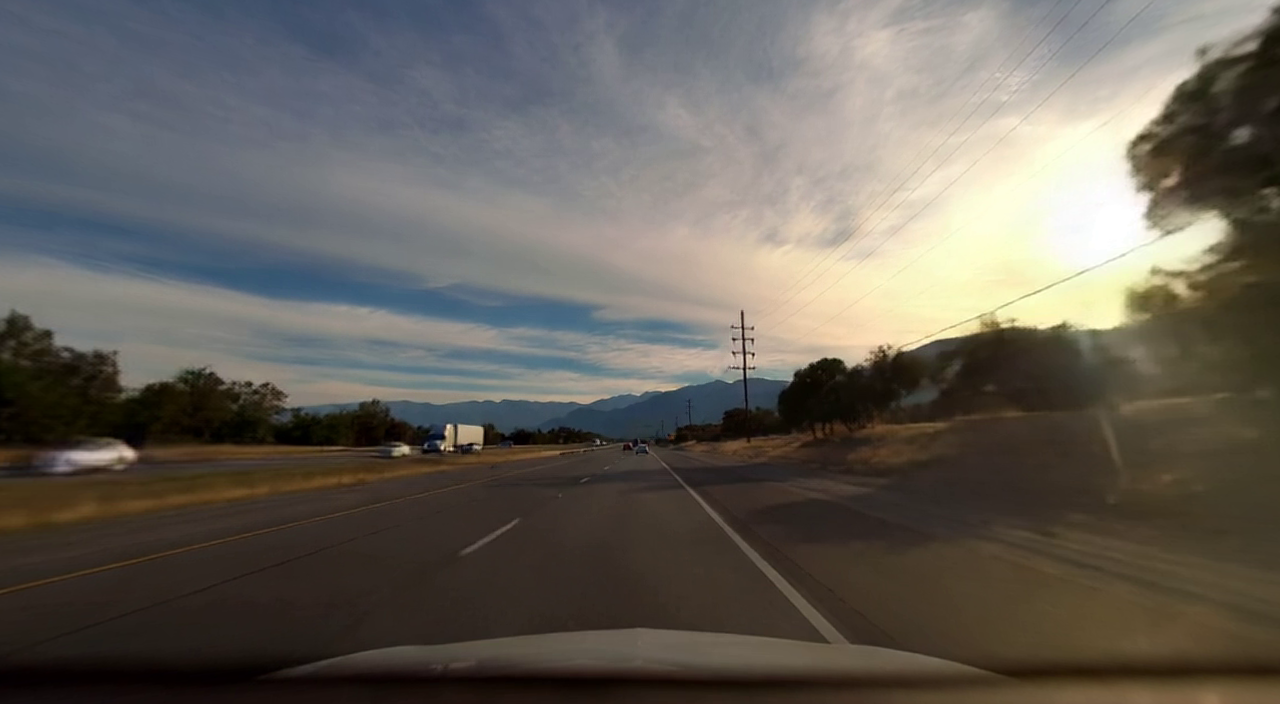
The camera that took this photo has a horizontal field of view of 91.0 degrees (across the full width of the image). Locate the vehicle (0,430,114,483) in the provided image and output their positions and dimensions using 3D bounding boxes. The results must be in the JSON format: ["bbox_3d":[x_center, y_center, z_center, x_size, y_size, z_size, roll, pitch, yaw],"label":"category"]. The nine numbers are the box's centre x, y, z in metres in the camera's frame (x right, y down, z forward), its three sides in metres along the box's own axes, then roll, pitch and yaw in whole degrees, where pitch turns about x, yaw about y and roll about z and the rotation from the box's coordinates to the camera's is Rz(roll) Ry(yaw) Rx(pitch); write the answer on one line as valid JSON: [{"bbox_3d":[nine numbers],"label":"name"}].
[{"bbox_3d":[-22.442,3.796,23.092,2.156,1.749,4.634,0,-8,1],"label":"vehicle"}]
